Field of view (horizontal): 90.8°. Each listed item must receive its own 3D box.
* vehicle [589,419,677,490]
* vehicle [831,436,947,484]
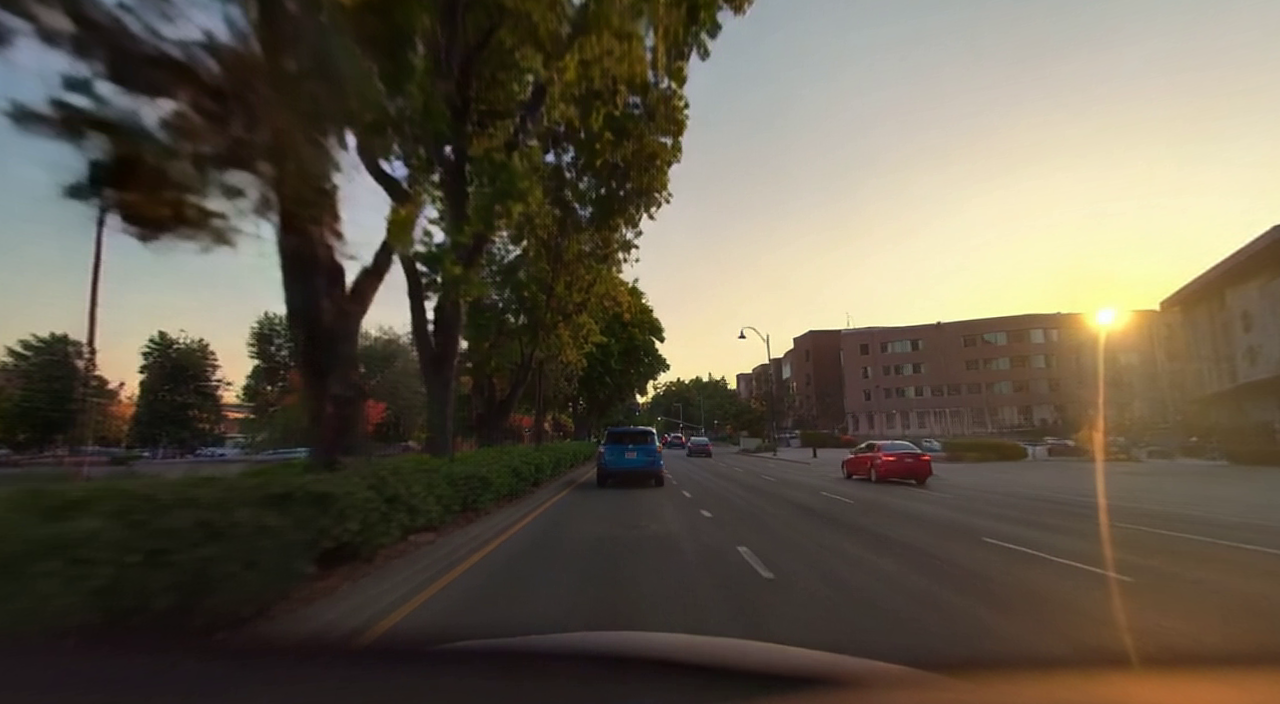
[{"bbox_3d":[-0.212,2.967,18.492,2.277,1.816,4.192,0,-9,-1],"label":"vehicle"},{"bbox_3d":[8.257,3.618,21.468,2.002,1.456,4.631,0,-9,-1],"label":"vehicle"}]
